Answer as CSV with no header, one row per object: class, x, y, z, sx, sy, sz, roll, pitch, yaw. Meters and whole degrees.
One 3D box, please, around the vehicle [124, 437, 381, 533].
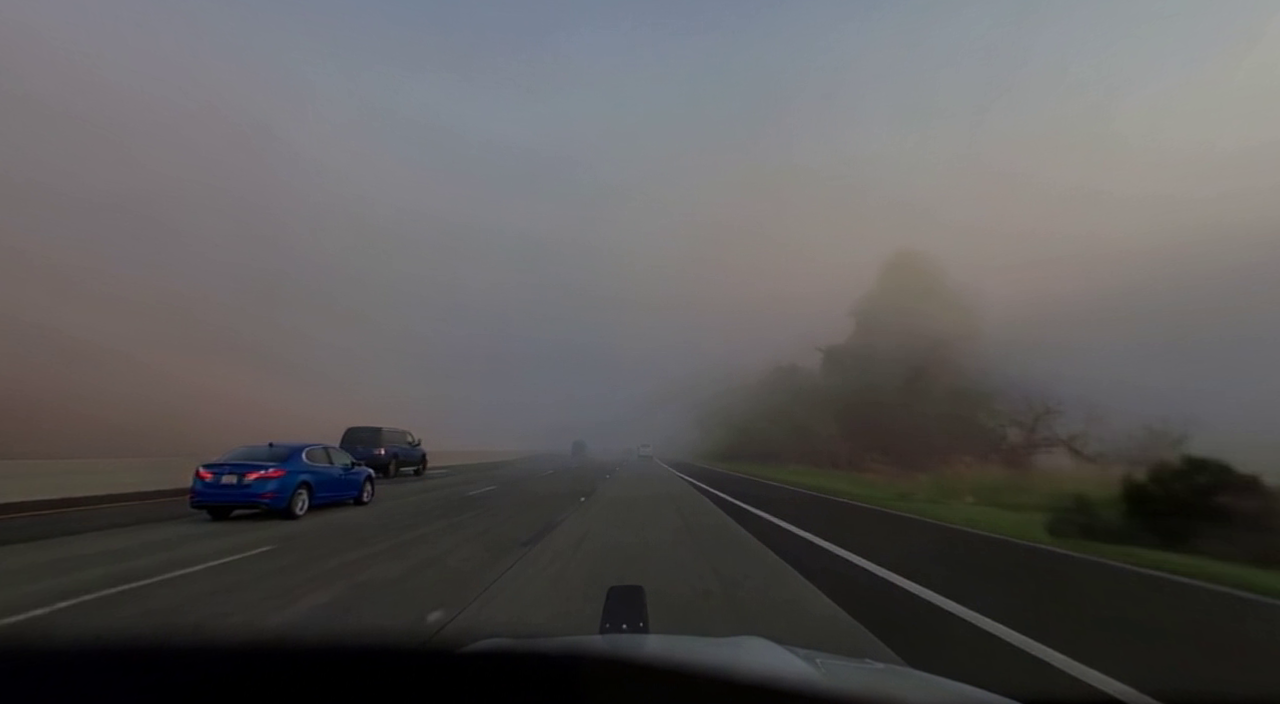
vehicle,-7.064,2.444,12.307,1.981,1.486,4.735,0,-8,0
